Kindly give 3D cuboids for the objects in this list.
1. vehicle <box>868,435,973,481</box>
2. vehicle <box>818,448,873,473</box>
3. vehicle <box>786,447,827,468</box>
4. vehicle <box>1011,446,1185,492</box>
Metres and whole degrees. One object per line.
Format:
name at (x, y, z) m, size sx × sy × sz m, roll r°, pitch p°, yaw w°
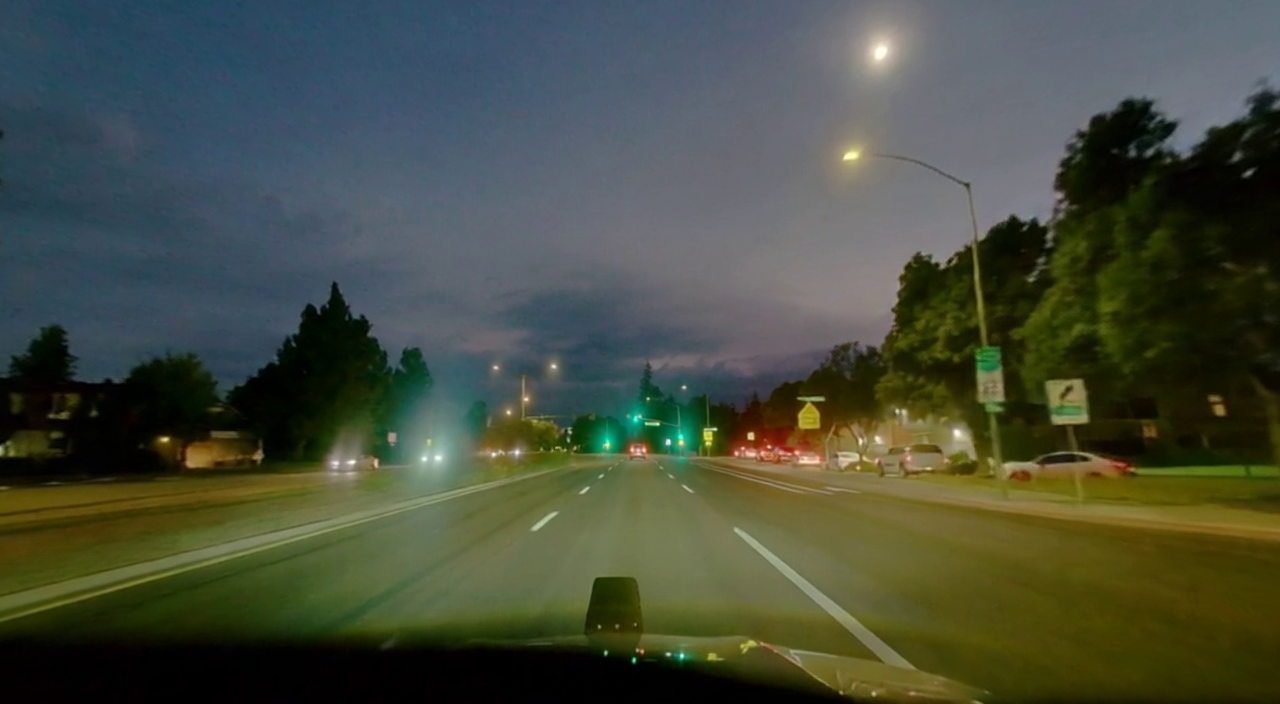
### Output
vehicle at (13.159, 4.989, 30.121) m, size 2.047 × 1.950 × 5.112 m, roll 1°, pitch -9°, yaw -9°
vehicle at (12.756, 6.738, 39.529) m, size 1.916 × 1.452 × 4.651 m, roll 0°, pitch -8°, yaw 0°
vehicle at (12.386, 7.900, 47.275) m, size 1.836 × 1.448 × 4.624 m, roll -1°, pitch -9°, yaw 1°
vehicle at (15.978, 4.063, 22.320) m, size 1.826 × 1.420 × 4.533 m, roll 5°, pitch -10°, yaw -32°
